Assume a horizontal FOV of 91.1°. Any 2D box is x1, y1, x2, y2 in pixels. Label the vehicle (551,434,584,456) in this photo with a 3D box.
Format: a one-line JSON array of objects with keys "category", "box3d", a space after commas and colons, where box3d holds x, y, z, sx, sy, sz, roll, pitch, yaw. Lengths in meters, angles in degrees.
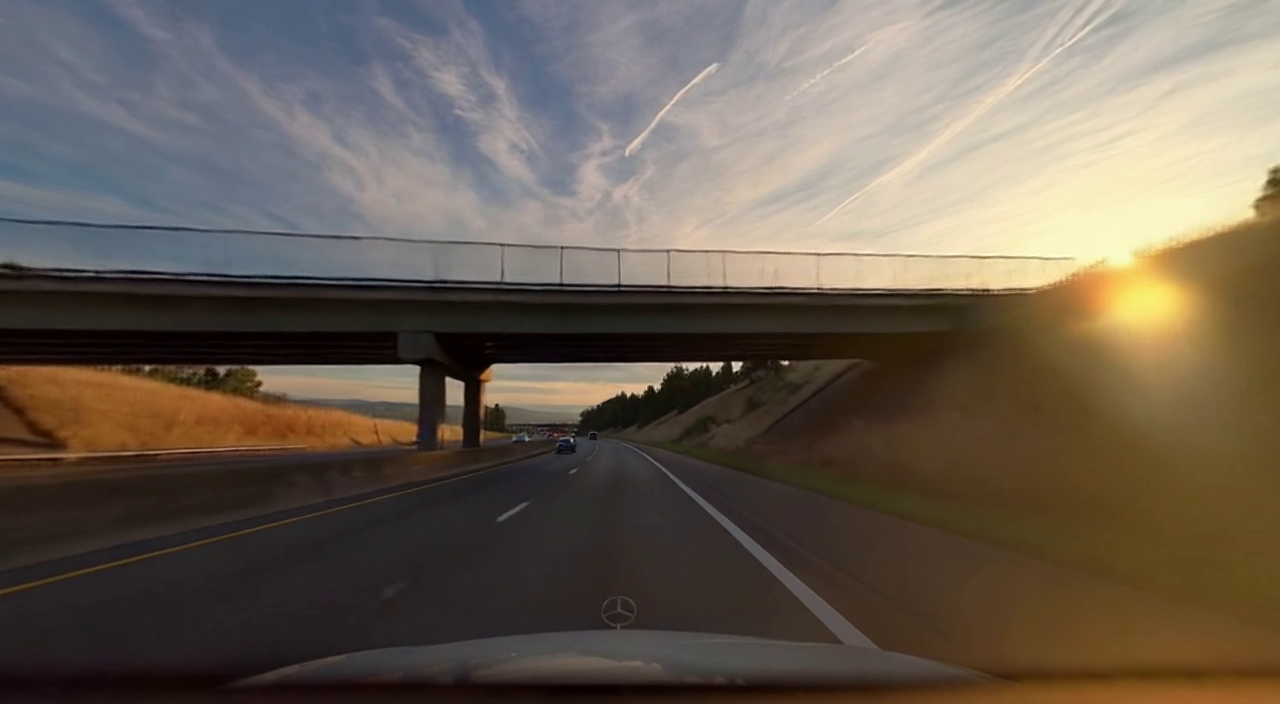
[{"category": "vehicle", "box3d": [-5.133, 6.618, 44.863, 2.005, 1.509, 4.260, 0, -8, -2]}]
